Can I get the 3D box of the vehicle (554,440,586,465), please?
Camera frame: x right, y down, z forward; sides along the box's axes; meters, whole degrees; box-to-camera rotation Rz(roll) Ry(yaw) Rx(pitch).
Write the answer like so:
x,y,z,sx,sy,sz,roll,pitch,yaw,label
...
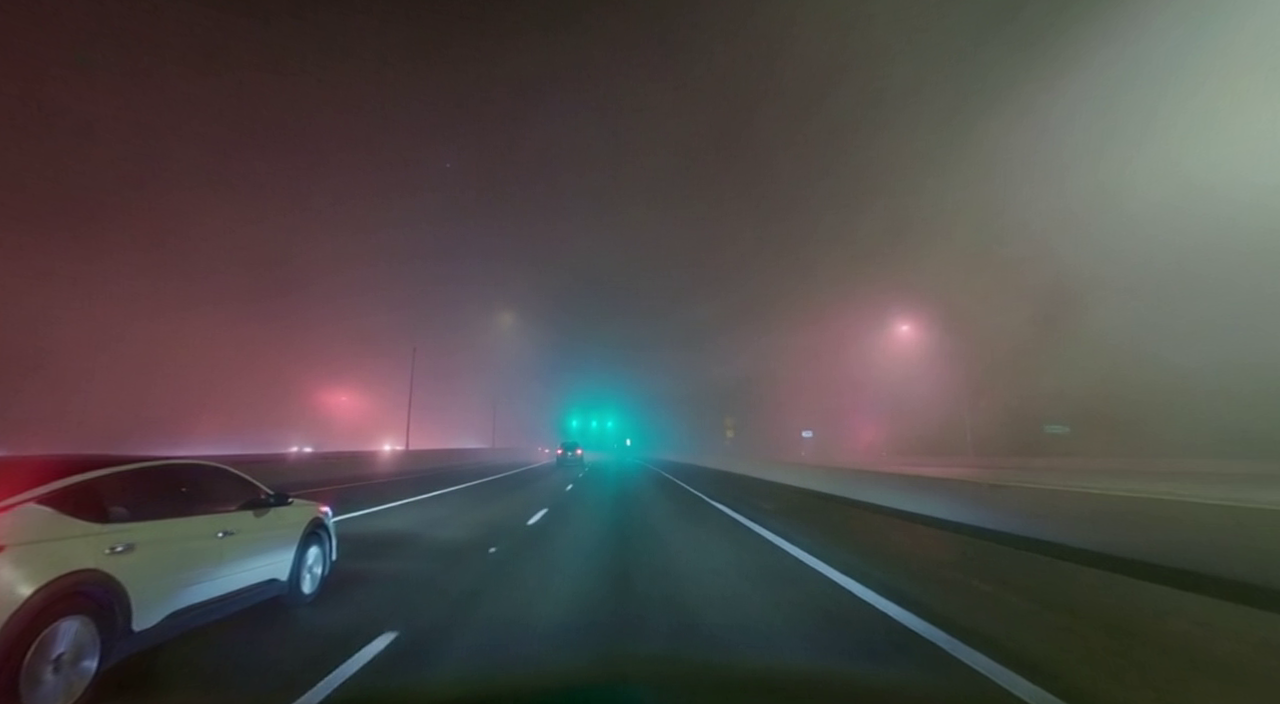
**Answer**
x,y,z,sx,sy,sz,roll,pitch,yaw,label
-4.789,6.920,43.734,1.971,1.643,4.009,0,-8,-2,vehicle
